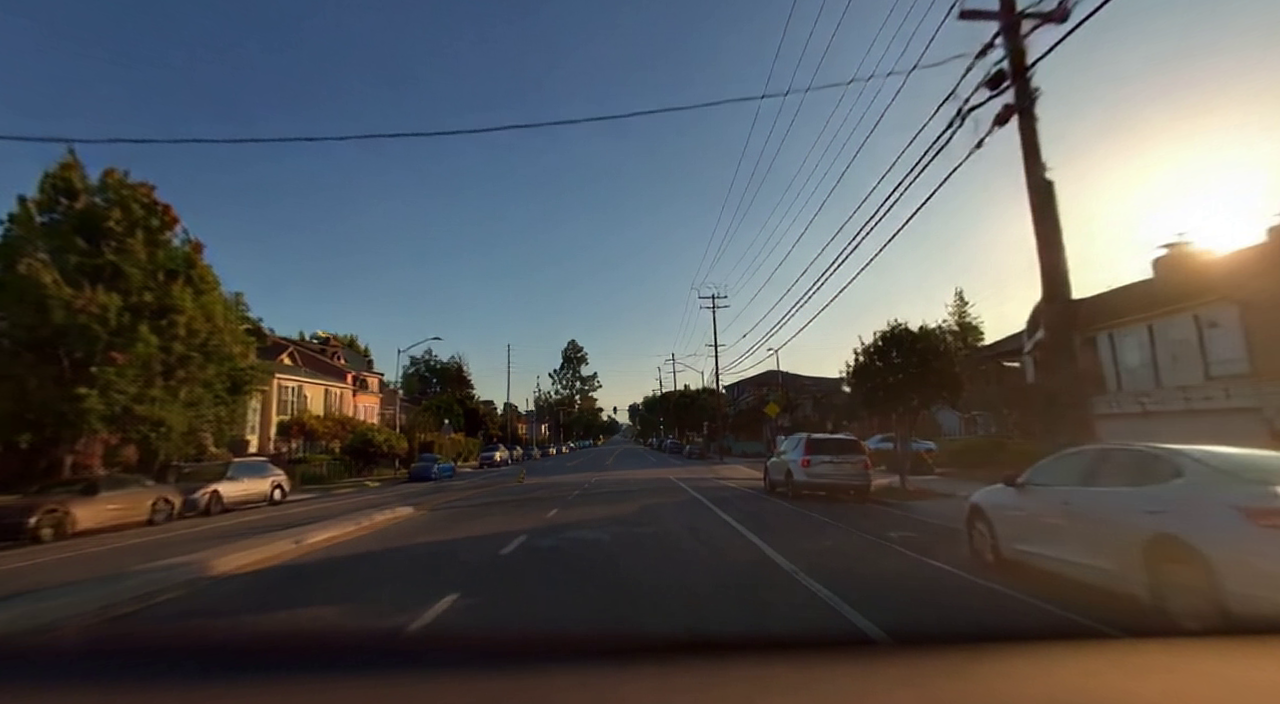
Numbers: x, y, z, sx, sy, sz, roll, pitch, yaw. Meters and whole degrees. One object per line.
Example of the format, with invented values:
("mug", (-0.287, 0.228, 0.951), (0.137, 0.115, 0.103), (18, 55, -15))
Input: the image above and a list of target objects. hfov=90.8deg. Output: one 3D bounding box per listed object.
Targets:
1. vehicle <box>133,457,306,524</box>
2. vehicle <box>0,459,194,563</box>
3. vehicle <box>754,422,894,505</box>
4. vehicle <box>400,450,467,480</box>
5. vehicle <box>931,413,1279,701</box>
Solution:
("vehicle", (-11.158, 3.657, 17.199), (1.778, 1.470, 4.217), (0, -8, 0))
("vehicle", (-10.969, 2.862, 12.038), (1.804, 1.513, 4.450), (0, -8, -2))
("vehicle", (4.444, 2.766, 16.070), (2.126, 1.802, 4.259), (0, -8, -2))
("vehicle", (-11.320, 6.205, 34.999), (1.970, 1.523, 4.702), (-1, -8, 2))
("vehicle", (4.288, 1.282, 4.797), (1.989, 1.471, 4.460), (0, -8, 0))
